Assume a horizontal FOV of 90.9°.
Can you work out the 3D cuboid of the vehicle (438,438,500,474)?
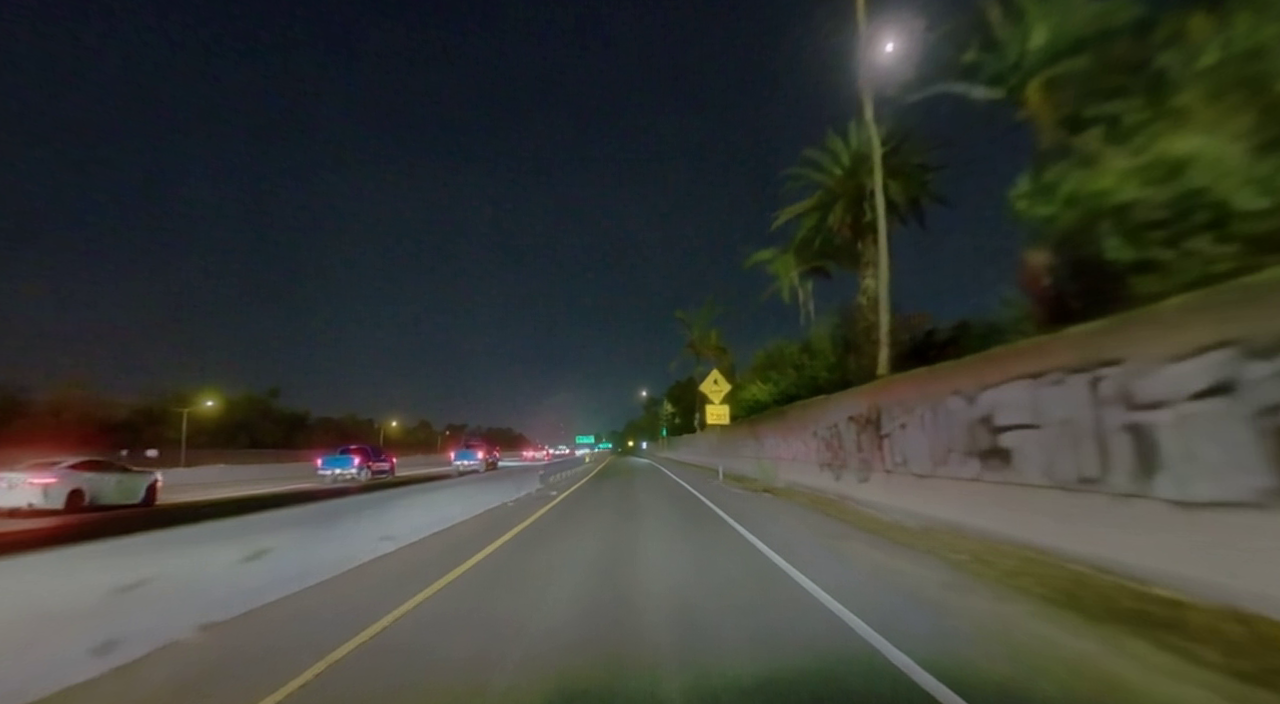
[{"bbox_3d":[-10.463,6.400,39.040,2.342,1.999,5.594,0,-9,-1],"label":"vehicle"}]

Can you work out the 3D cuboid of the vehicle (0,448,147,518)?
[{"bbox_3d":[-17.760,3.806,18.900,2.078,1.802,4.723,0,-9,0],"label":"vehicle"}]

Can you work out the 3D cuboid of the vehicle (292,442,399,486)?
[{"bbox_3d":[-13.931,5.322,30.402,2.272,1.882,5.941,0,-9,0],"label":"vehicle"}]
